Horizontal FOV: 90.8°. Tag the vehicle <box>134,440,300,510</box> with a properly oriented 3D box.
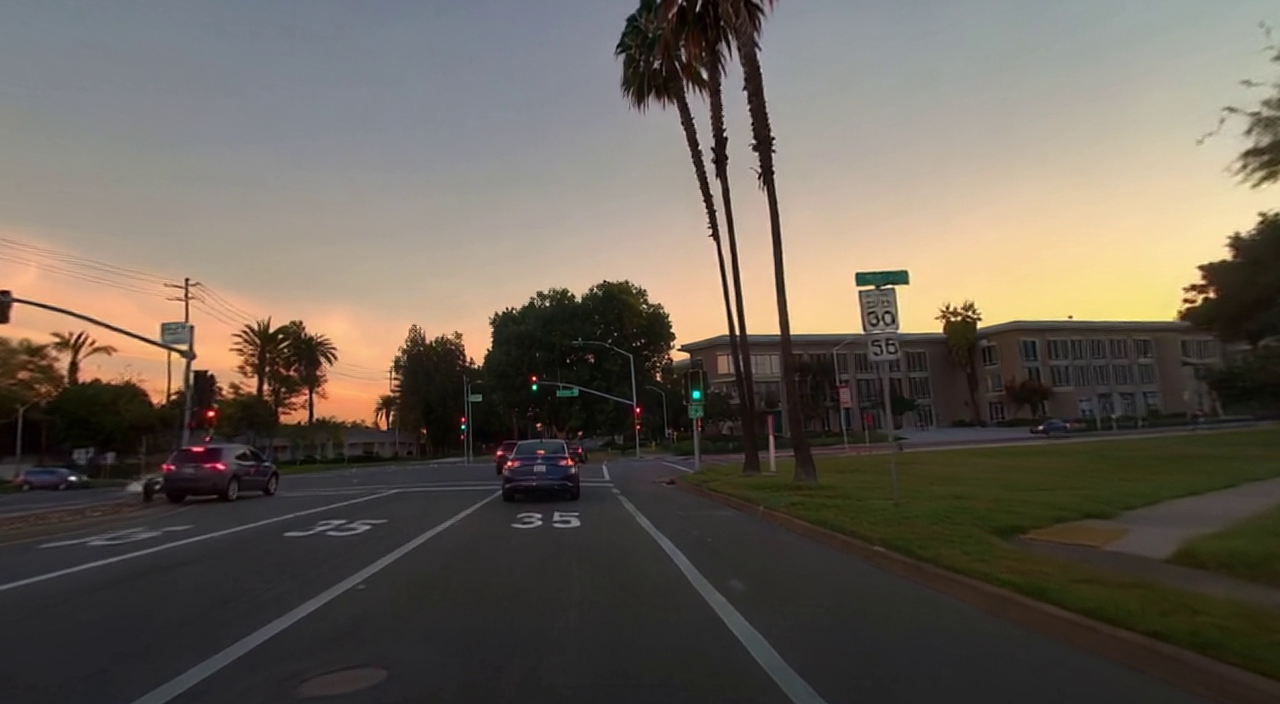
[{"bbox_3d":[-12.492,3.614,19.156,2.050,1.811,4.752,0,-8,-5],"label":"vehicle"}]

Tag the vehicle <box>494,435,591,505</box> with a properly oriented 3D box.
[{"bbox_3d":[-2.326,2.862,15.814,2.063,1.474,4.334,0,-8,-6],"label":"vehicle"}]
